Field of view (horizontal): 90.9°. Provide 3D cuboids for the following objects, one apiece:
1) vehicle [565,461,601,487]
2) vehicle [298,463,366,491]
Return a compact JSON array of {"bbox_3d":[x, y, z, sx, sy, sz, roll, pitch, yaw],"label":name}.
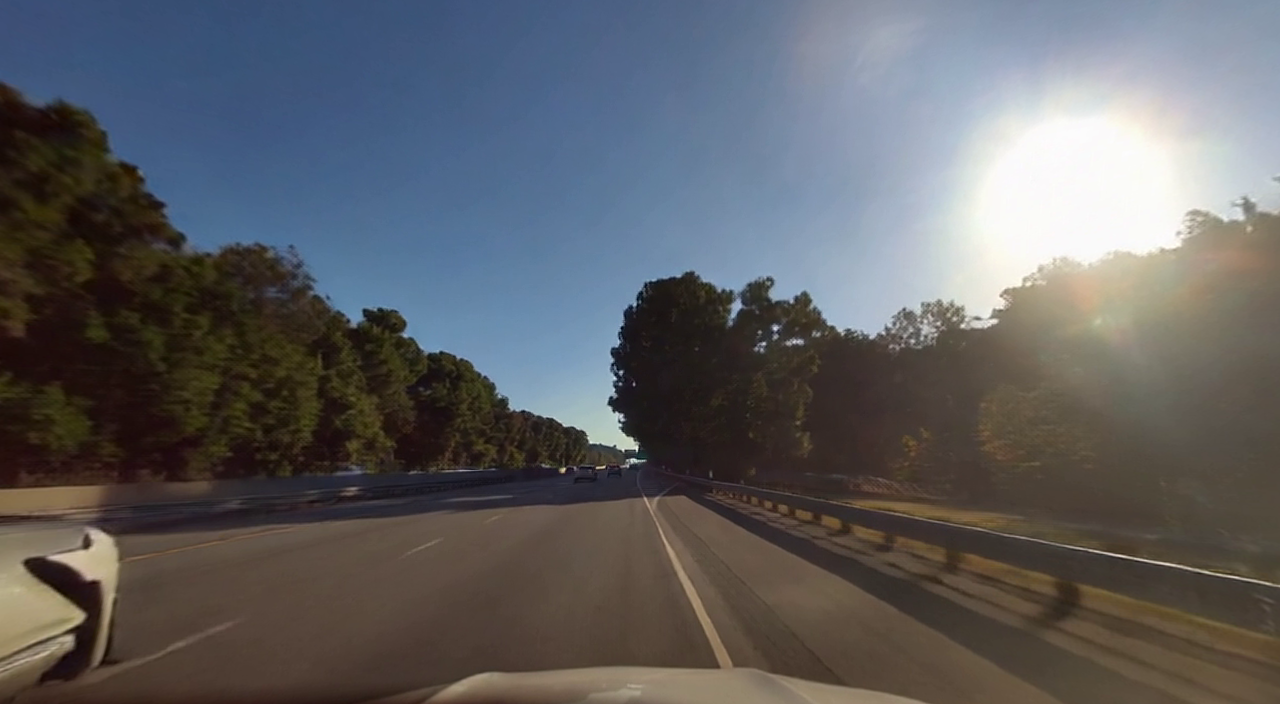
[{"bbox_3d":[-3.808,8.306,42.949,2.042,1.629,4.276,1,-11,0],"label":"vehicle"},{"bbox_3d":[-17.825,7.269,36.650,1.895,1.487,3.985,1,-11,0],"label":"vehicle"}]
